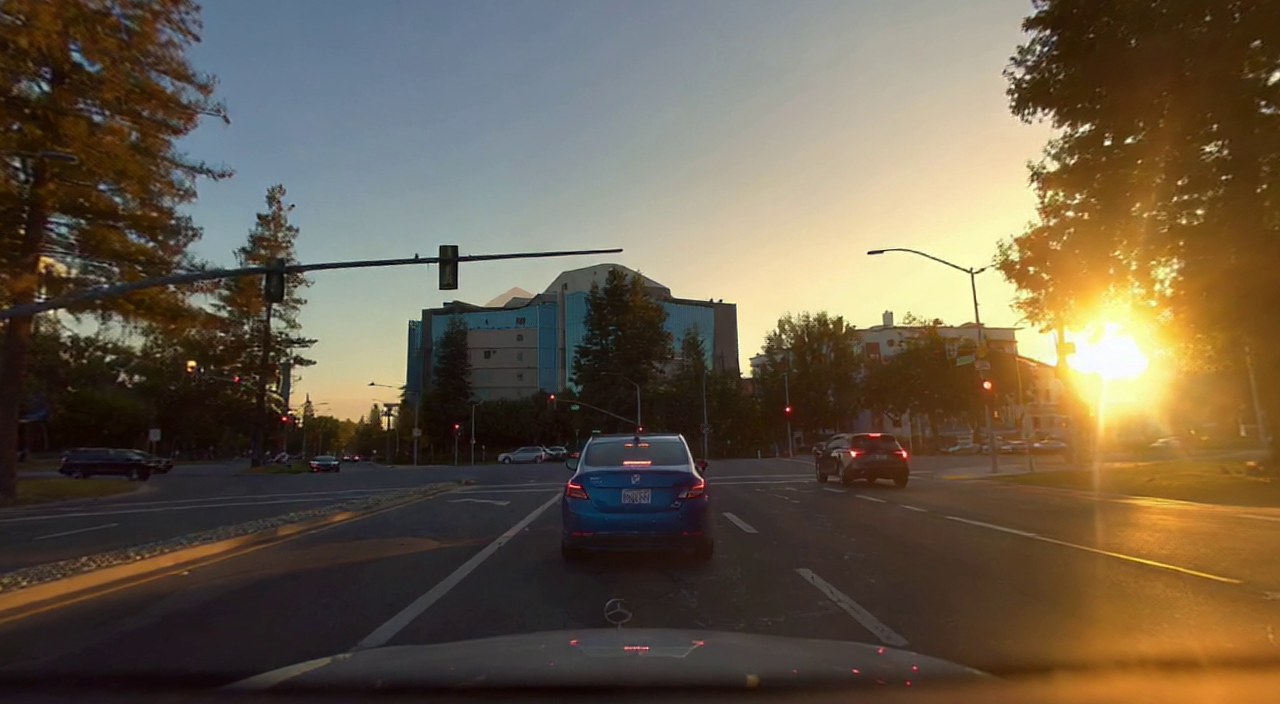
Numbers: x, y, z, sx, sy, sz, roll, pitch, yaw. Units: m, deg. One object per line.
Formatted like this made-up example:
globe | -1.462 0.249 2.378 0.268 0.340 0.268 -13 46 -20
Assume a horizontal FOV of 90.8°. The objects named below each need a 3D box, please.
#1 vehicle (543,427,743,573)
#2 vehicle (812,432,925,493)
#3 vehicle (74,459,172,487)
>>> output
vehicle | -0.022 1.848 8.725 2.070 1.488 4.206 0 -8 -2
vehicle | 7.061 3.442 20.066 2.039 1.692 4.319 0 -8 1
vehicle | -32.378 7.548 39.655 4.401 1.625 1.863 0 -8 -4
